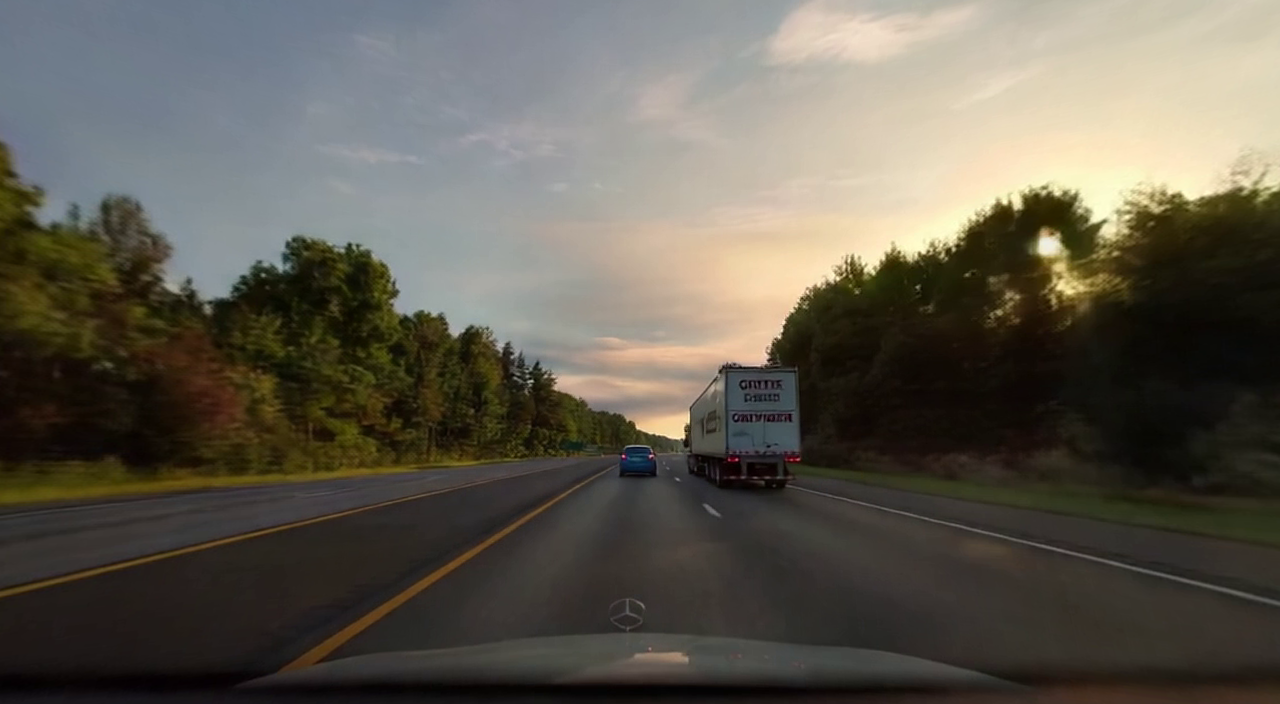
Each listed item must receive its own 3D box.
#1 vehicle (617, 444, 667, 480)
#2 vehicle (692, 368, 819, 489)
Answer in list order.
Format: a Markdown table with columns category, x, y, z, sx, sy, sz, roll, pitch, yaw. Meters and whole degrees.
| category | x | y | z | sx | sy | sz | roll | pitch | yaw |
| --- | --- | --- | --- | --- | --- | --- | --- | --- | --- |
| vehicle | 0.065 | 4.914 | 28.243 | 2.074 | 1.475 | 3.960 | 0 | -9 | 0 |
| vehicle | 4.476 | 3.681 | 28.481 | 2.909 | 4.074 | 14.457 | 0 | -9 | 0 |
